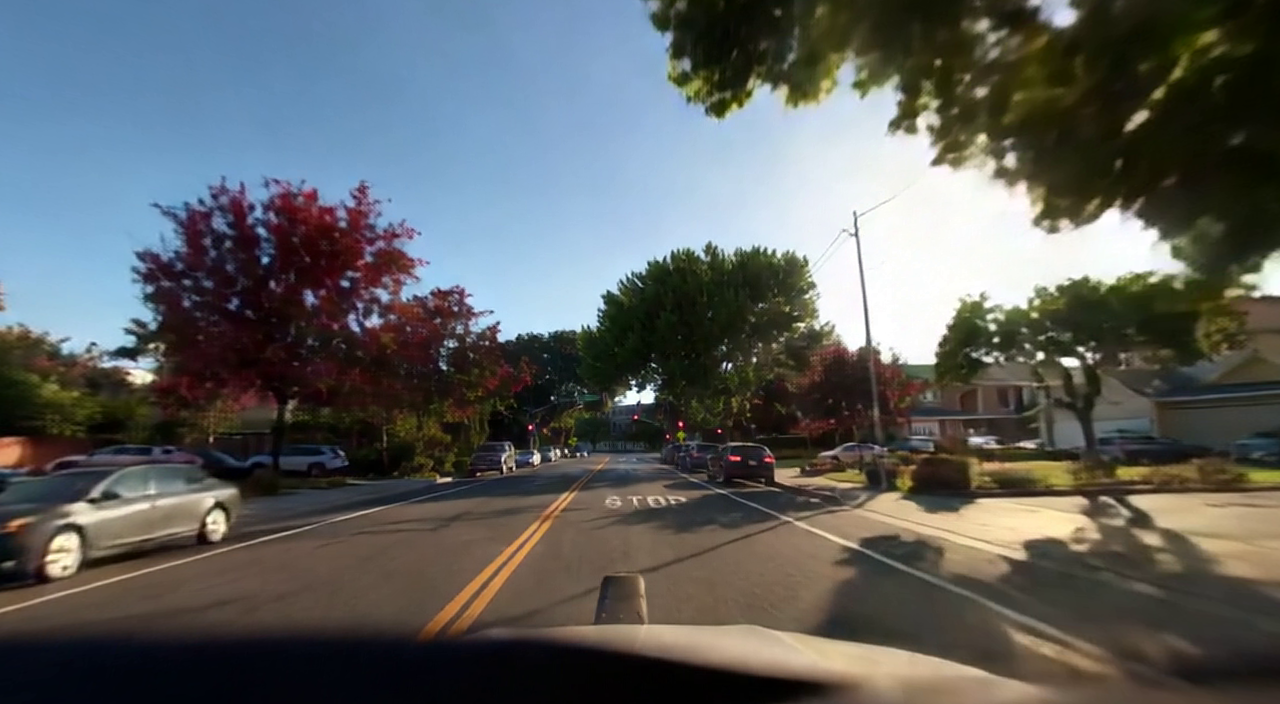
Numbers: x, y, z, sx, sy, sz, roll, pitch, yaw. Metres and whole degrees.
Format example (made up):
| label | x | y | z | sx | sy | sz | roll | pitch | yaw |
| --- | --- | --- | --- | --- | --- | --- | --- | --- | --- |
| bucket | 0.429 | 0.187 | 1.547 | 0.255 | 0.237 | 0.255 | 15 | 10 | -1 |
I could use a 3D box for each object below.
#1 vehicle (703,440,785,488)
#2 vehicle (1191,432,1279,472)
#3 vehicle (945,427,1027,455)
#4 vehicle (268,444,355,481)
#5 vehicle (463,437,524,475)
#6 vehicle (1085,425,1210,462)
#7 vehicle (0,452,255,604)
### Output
| label | x | y | z | sx | sy | sz | roll | pitch | yaw |
| --- | --- | --- | --- | --- | --- | --- | --- | --- | --- |
| vehicle | 3.643 | 4.009 | 22.955 | 1.955 | 1.536 | 4.395 | 0 | -8 | -4 |
| vehicle | 24.924 | 4.011 | 25.381 | 3.711 | 1.539 | 1.901 | 0 | -8 | -1 |
| vehicle | 24.317 | 6.313 | 44.473 | 4.476 | 1.795 | 2.055 | -1 | -9 | -2 |
| vehicle | -14.889 | 5.010 | 28.882 | 1.848 | 1.562 | 3.827 | 0 | -8 | 1 |
| vehicle | -8.398 | 6.002 | 36.826 | 2.420 | 2.004 | 5.615 | 0 | -8 | -2 |
| vehicle | 24.778 | 4.500 | 30.961 | 4.213 | 1.644 | 2.105 | -2 | -9 | 1 |
| vehicle | -7.331 | 2.061 | 8.221 | 1.954 | 1.430 | 4.395 | 0 | -8 | -2 |
